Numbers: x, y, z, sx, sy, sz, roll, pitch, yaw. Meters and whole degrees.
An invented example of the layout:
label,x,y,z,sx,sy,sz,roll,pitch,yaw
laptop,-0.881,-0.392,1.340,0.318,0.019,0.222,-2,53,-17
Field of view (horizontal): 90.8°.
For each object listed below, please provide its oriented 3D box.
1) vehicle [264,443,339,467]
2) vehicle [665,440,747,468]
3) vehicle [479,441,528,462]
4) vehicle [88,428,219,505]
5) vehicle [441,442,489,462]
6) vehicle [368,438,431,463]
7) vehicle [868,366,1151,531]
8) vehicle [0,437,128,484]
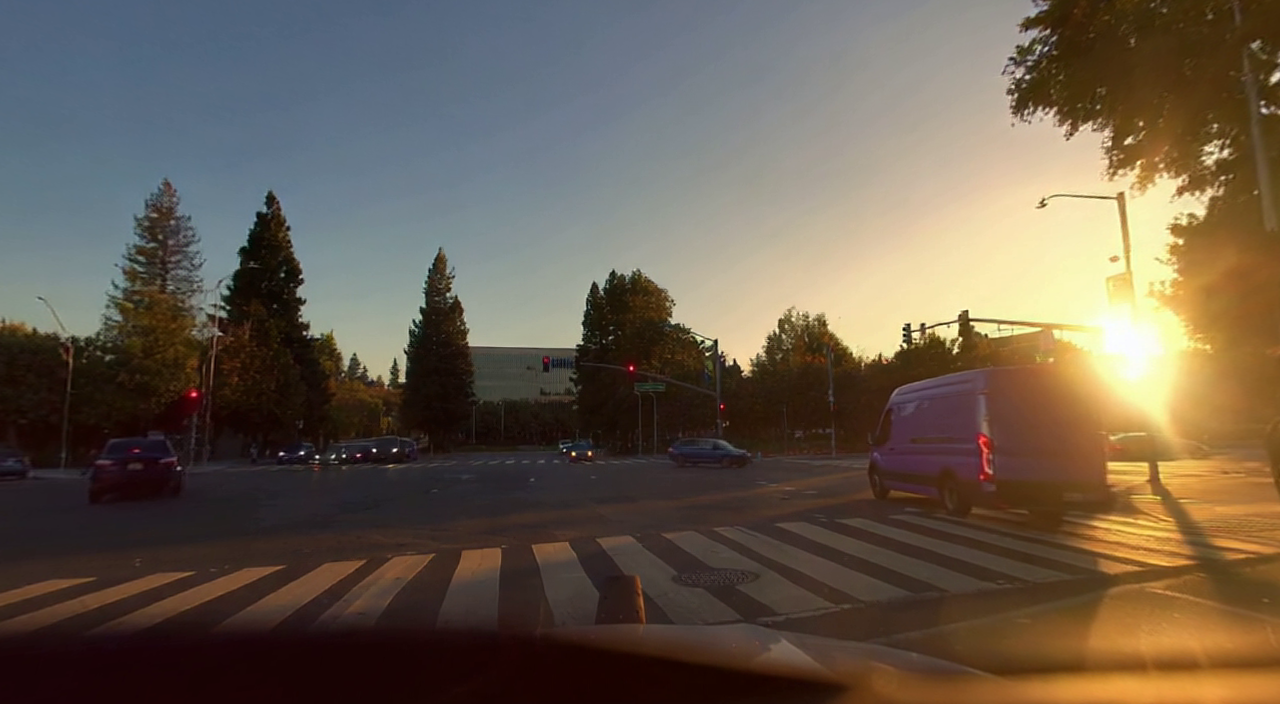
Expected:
label,x,y,z,sx,sy,sz,roll,pitch,yaw
vehicle,-21.839,6.641,40.971,1.859,1.415,4.591,-1,-9,8
vehicle,3.505,5.421,33.662,3.909,1.409,1.907,-5,-10,28
vehicle,-10.155,7.469,47.397,2.097,1.484,4.596,-1,-9,8
vehicle,-12.243,2.863,16.234,2.115,1.653,4.553,5,-10,-32
vehicle,-13.191,7.585,47.866,1.845,1.426,4.289,-1,-9,8
vehicle,-17.385,7.159,46.003,2.189,1.753,4.785,-1,-9,8
vehicle,6.580,1.858,12.343,2.332,2.511,5.326,0,-9,1
vehicle,-20.572,3.775,22.079,4.524,1.496,1.993,-3,-9,20
